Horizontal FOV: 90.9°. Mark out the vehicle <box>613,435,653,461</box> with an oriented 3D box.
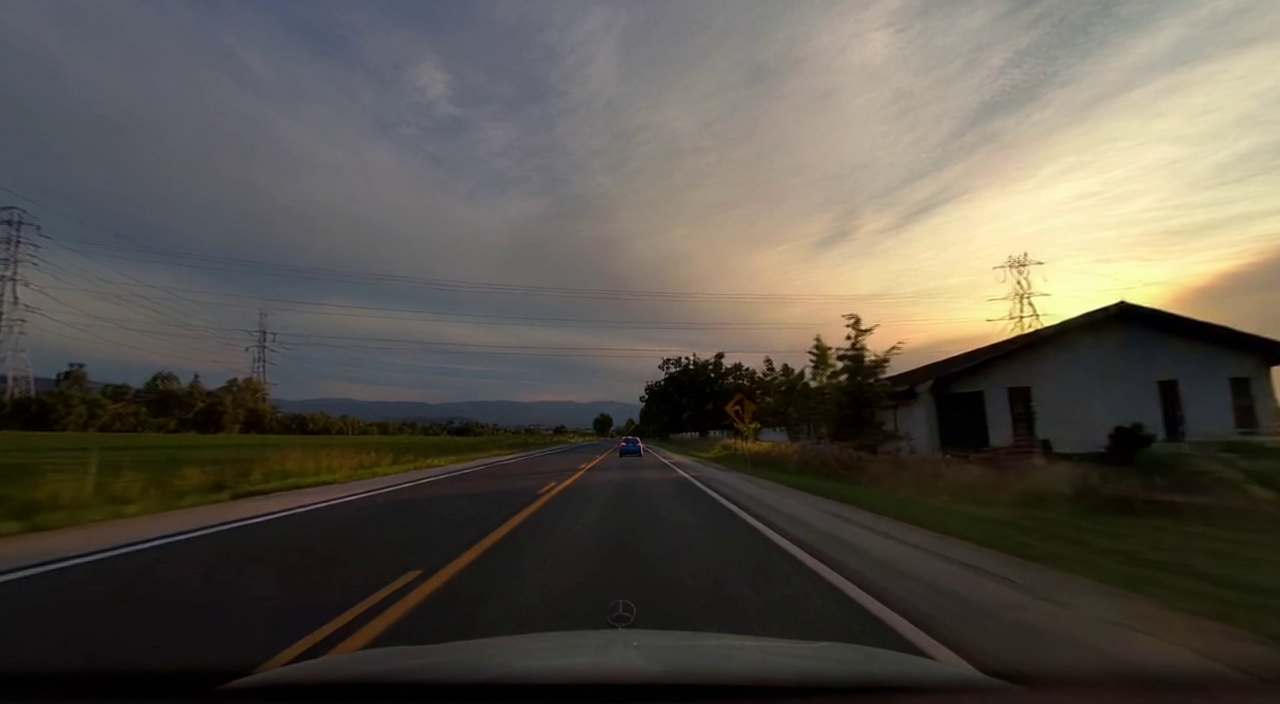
[{"bbox_3d":[-0.433,5.578,36.803,2.241,1.471,3.829,0,-8,-2],"label":"vehicle"}]
